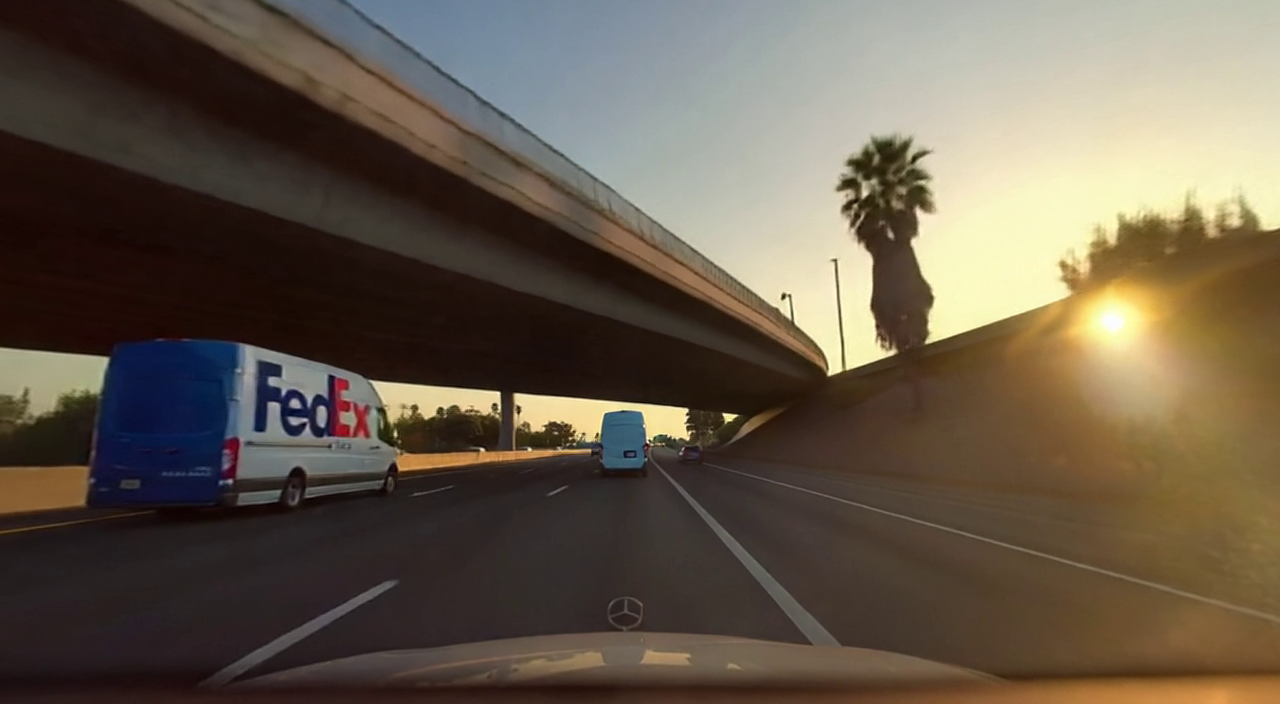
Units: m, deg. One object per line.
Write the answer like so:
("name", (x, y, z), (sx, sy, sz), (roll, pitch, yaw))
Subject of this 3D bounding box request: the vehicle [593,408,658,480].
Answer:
("vehicle", (-0.538, 3.955, 27.024), (2.476, 2.776, 5.598), (0, -9, 1))

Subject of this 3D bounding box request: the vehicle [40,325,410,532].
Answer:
("vehicle", (-7.762, 1.737, 13.435), (2.965, 3.178, 7.188), (1, -9, -1))

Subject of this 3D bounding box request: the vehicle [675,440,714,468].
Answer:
("vehicle", (3.367, 6.357, 39.398), (1.987, 1.648, 3.984), (0, -9, -1))
